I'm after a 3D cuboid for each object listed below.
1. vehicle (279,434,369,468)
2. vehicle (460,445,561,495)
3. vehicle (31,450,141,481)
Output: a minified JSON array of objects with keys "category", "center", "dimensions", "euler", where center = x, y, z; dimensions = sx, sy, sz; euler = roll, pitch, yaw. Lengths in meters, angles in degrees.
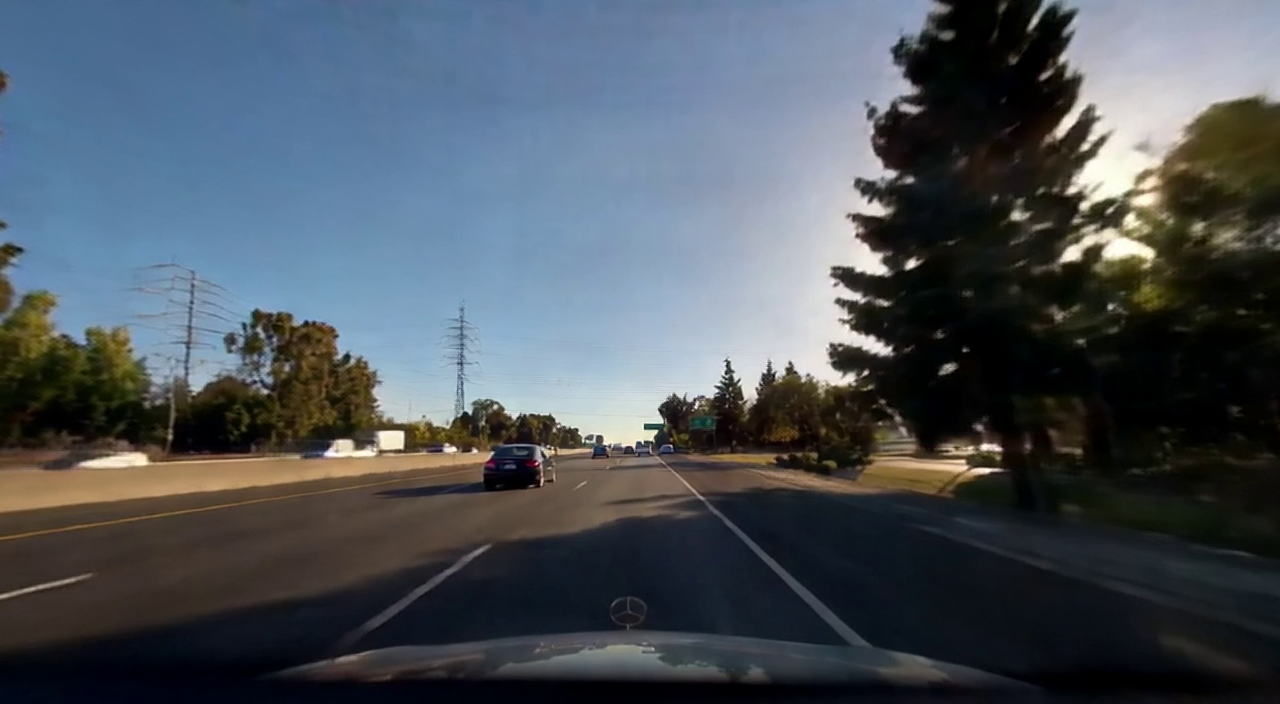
[{"category":"vehicle","center":[-18.308,5.789,36.950],"dimensions":[2.287,1.829,5.763],"euler":[0,-9,0]},{"category":"vehicle","center":[-3.817,3.573,19.517],"dimensions":[2.048,1.368,4.613],"euler":[0,-9,1]},{"category":"vehicle","center":[-29.633,6.070,33.951],"dimensions":[1.838,1.497,4.494],"euler":[0,-9,0]}]
